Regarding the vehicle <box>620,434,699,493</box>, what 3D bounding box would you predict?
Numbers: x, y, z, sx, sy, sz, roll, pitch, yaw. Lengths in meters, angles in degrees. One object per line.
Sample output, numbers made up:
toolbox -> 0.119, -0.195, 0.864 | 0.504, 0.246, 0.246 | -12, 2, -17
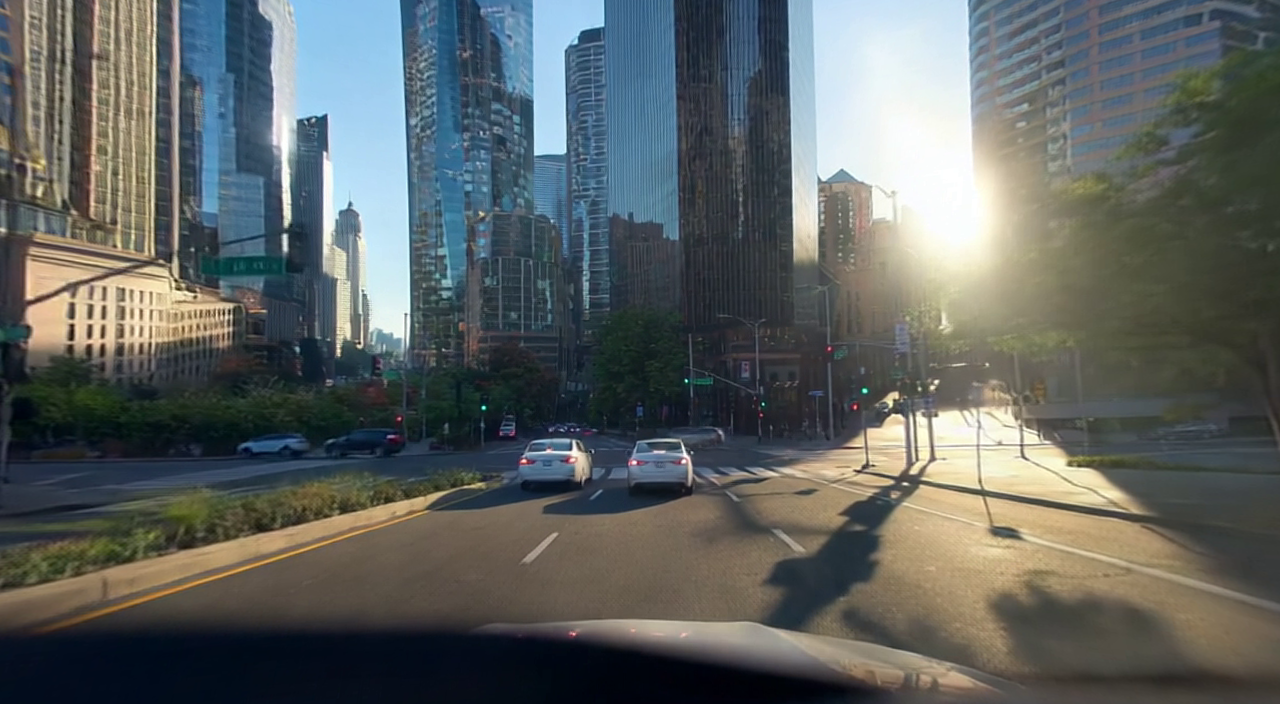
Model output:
vehicle -> 0.515, 3.132, 18.011 | 2.016, 1.478, 3.795 | 0, -8, 1

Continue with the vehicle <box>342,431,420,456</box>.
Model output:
vehicle -> -17.898, 6.342, 43.813 | 4.694, 1.677, 1.847 | 2, -9, -12

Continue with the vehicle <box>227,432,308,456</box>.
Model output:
vehicle -> -26.688, 6.602, 45.426 | 4.410, 1.656, 2.302 | 2, -9, -12

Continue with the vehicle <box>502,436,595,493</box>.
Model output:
vehicle -> -2.584, 3.317, 19.077 | 1.995, 1.479, 4.627 | 0, -8, 2
